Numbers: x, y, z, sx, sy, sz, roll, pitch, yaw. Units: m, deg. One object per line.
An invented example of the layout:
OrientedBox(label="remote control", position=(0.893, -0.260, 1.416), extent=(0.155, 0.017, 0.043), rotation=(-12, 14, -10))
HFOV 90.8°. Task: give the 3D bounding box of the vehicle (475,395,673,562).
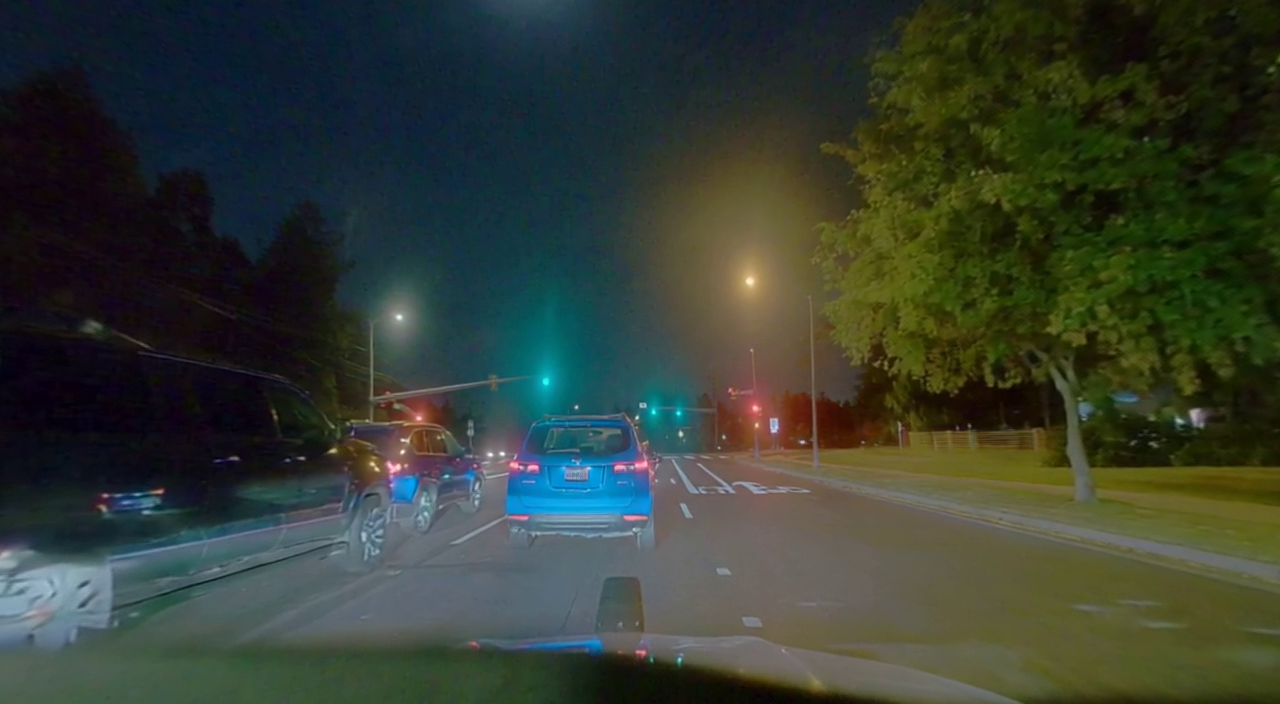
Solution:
OrientedBox(label="vehicle", position=(-0.654, 1.727, 9.411), extent=(2.131, 1.793, 5.016), rotation=(0, -8, 1))

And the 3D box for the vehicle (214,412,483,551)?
OrientedBox(label="vehicle", position=(-4.112, 1.896, 9.962), extent=(2.009, 1.673, 4.454), rotation=(0, -8, 2))
